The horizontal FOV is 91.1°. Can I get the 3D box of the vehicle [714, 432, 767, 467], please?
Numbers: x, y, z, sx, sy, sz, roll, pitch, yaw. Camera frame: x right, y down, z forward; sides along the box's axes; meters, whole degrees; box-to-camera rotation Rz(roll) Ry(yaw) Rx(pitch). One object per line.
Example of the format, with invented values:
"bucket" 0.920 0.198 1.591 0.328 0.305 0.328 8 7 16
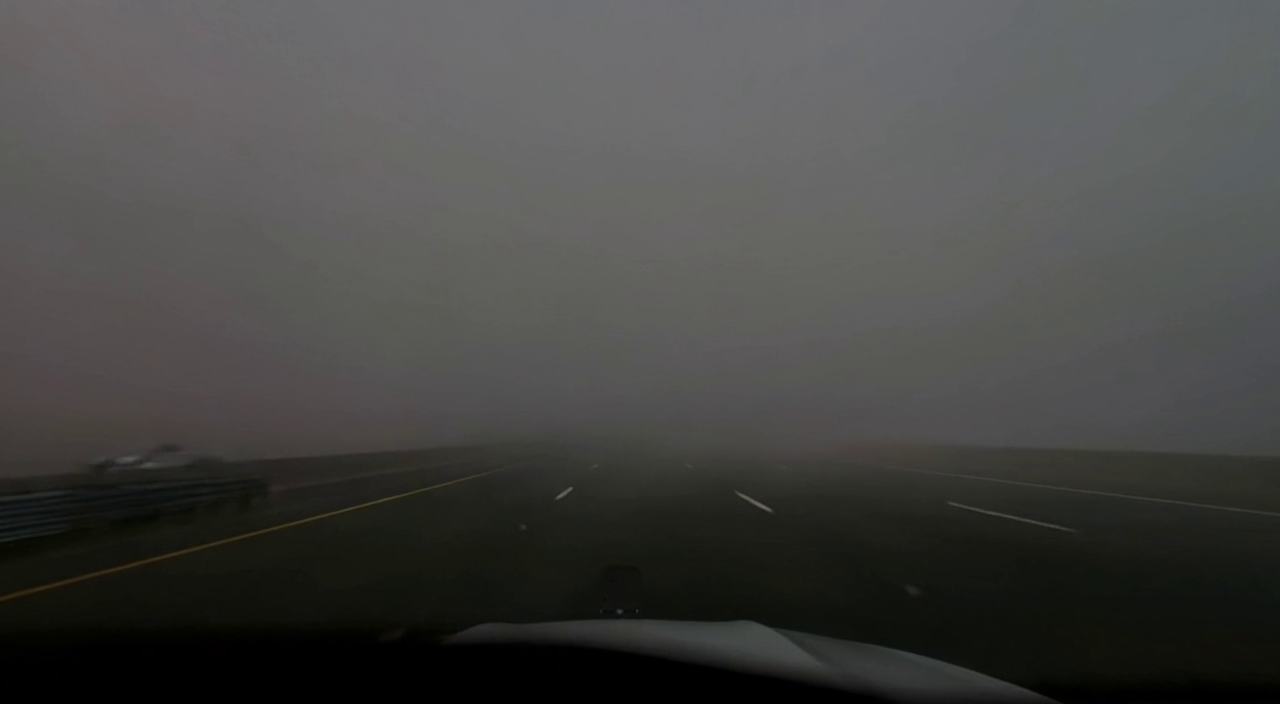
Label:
"vehicle" 4.605 4.494 29.248 1.802 1.492 3.804 0 -8 -1
